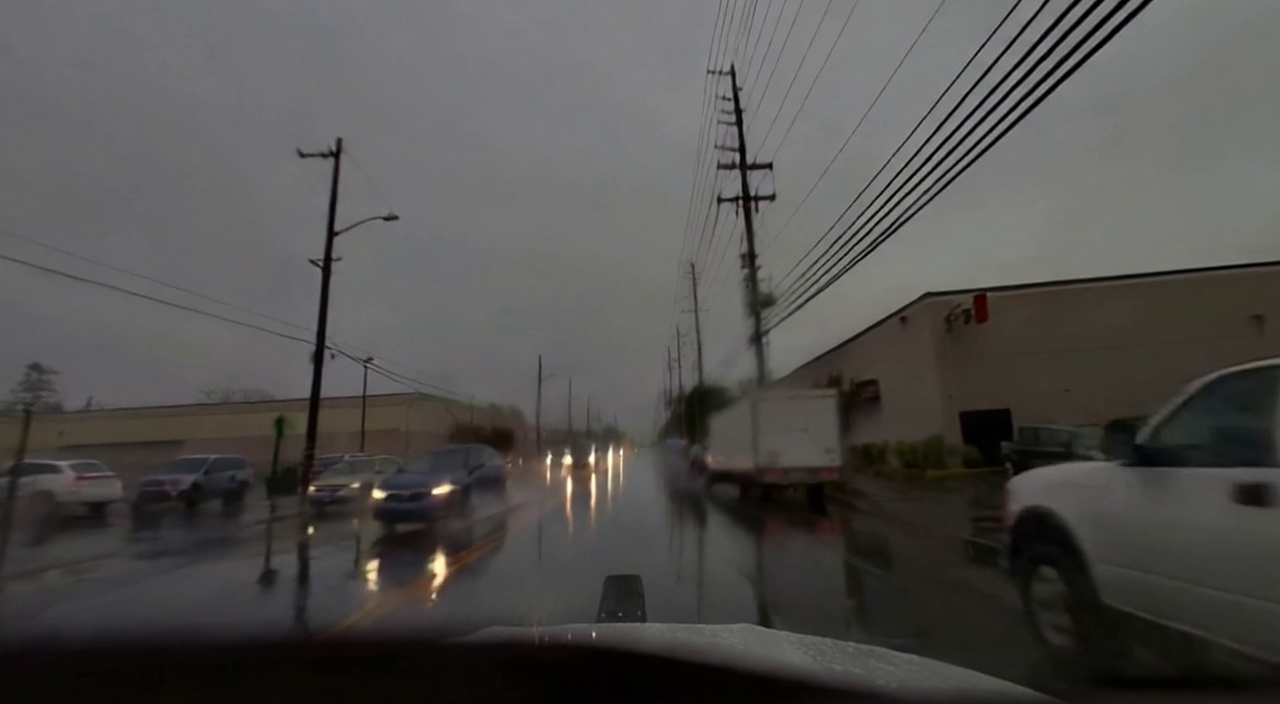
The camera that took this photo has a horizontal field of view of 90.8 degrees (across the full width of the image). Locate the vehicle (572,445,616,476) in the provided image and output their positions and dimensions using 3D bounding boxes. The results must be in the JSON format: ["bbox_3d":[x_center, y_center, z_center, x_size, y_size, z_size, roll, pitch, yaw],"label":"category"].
[{"bbox_3d":[-2.656,6.347,37.165,2.061,1.679,4.042,-1,-9,3],"label":"vehicle"}]

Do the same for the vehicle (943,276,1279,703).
[{"bbox_3d":[3.636,0.672,2.145,2.249,2.026,6.211,0,-9,1],"label":"vehicle"}]

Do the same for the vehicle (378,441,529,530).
[{"bbox_3d":[-3.877,2.832,13.957,2.020,1.528,4.258,-3,-9,0],"label":"vehicle"}]

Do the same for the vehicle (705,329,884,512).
[{"bbox_3d":[3.664,2.078,17.491,2.874,3.757,8.612,1,-9,1],"label":"vehicle"}]

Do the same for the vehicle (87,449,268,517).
[{"bbox_3d":[-14.284,4.034,19.992,2.001,1.838,4.855,0,-9,0],"label":"vehicle"}]

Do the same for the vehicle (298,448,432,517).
[{"bbox_3d":[-8.110,3.827,19.185,1.954,1.622,4.761,-5,-9,0],"label":"vehicle"}]

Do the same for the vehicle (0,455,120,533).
[{"bbox_3d":[-14.484,3.233,14.323,1.869,1.633,4.092,-5,-10,1],"label":"vehicle"}]
